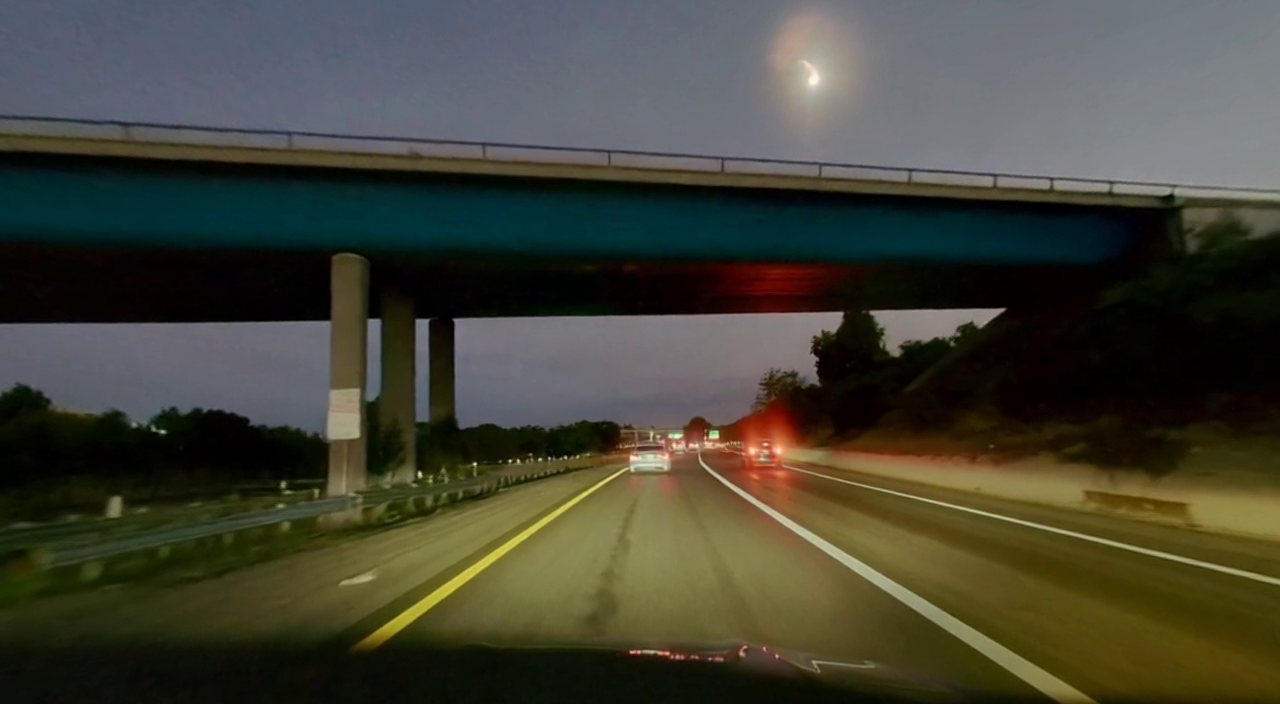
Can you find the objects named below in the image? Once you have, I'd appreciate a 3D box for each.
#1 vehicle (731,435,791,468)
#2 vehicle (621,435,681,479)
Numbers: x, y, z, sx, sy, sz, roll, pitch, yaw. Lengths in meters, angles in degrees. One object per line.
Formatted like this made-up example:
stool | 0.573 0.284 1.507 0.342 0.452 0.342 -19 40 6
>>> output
vehicle | 5.776 4.806 30.585 2.163 1.489 4.470 0 -8 2
vehicle | 0.466 3.803 23.097 1.993 1.461 3.812 -1 -8 3
